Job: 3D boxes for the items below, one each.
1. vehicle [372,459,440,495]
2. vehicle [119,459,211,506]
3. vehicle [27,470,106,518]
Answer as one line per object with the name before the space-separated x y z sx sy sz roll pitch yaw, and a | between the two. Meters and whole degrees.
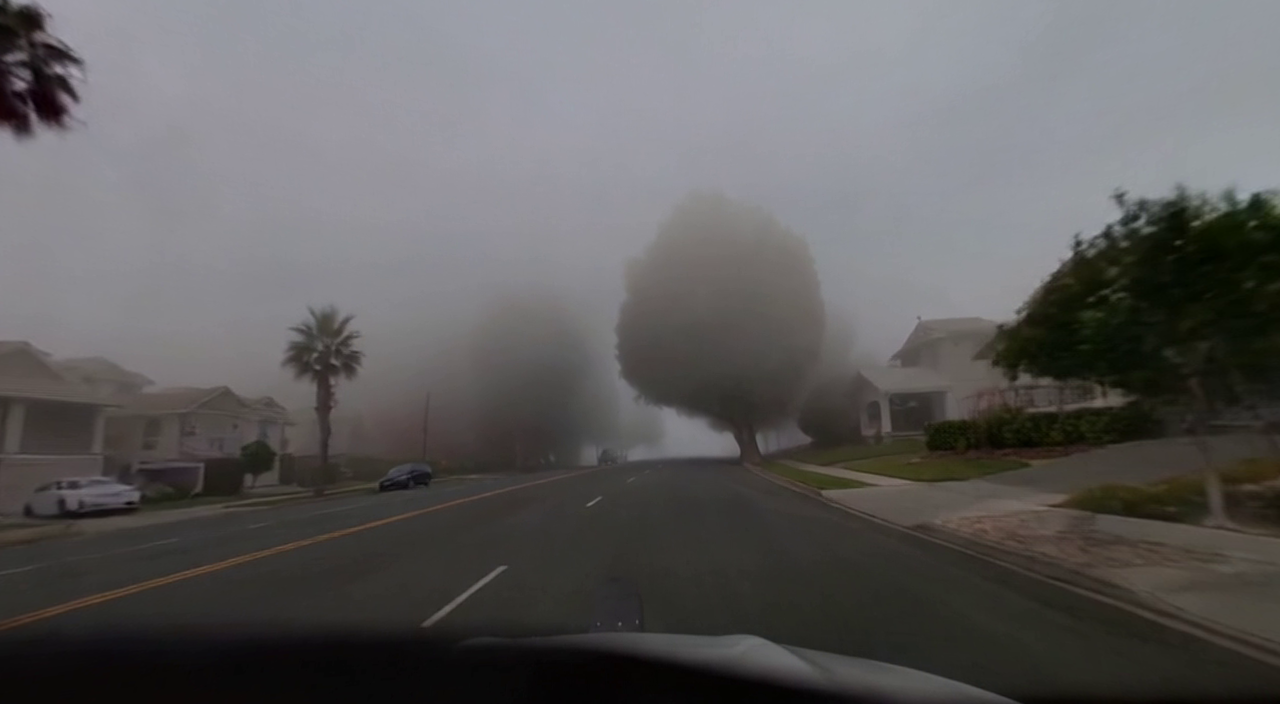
vehicle | -12.280 6.549 33.404 1.804 1.498 4.136 -5 -8 4
vehicle | -22.187 6.054 29.768 2.075 1.846 4.684 2 -8 -20
vehicle | -22.490 5.457 24.703 4.461 1.477 1.862 -8 -11 43
